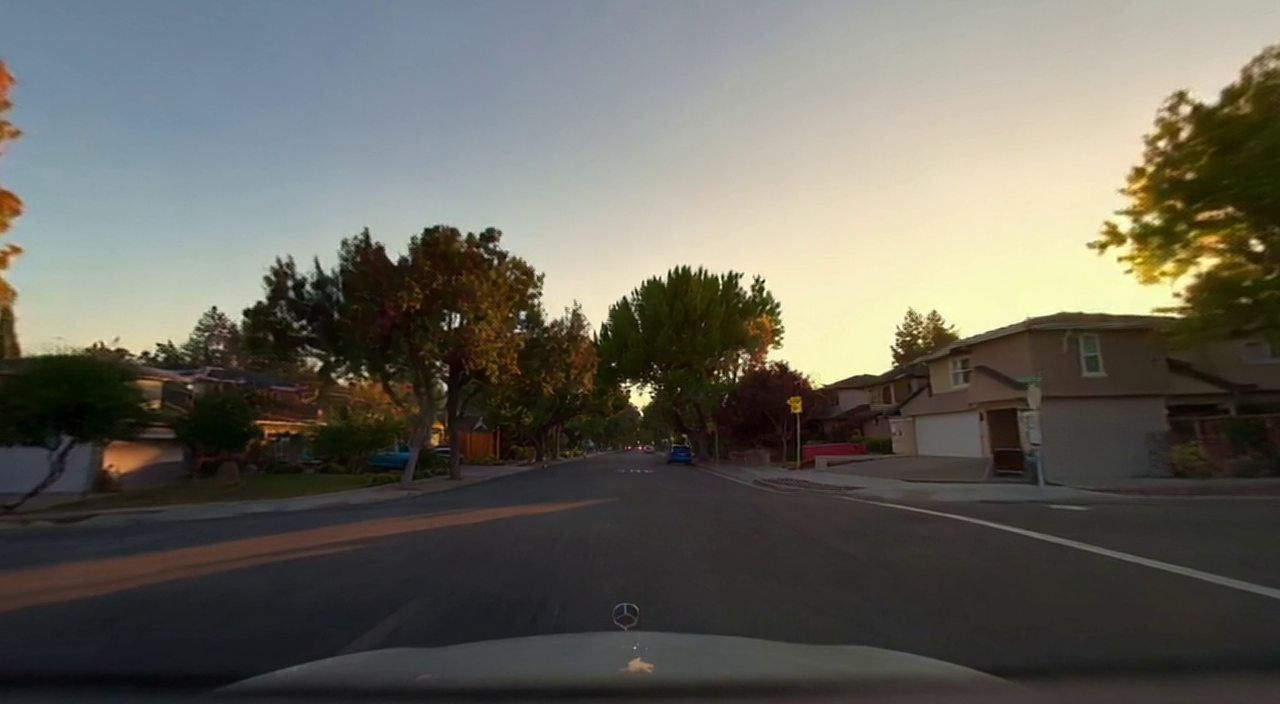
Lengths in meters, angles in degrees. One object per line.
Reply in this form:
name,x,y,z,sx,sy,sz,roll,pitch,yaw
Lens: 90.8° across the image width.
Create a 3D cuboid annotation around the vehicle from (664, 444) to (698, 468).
vehicle,2.893,7.432,45.337,2.114,1.633,4.042,0,-8,0
